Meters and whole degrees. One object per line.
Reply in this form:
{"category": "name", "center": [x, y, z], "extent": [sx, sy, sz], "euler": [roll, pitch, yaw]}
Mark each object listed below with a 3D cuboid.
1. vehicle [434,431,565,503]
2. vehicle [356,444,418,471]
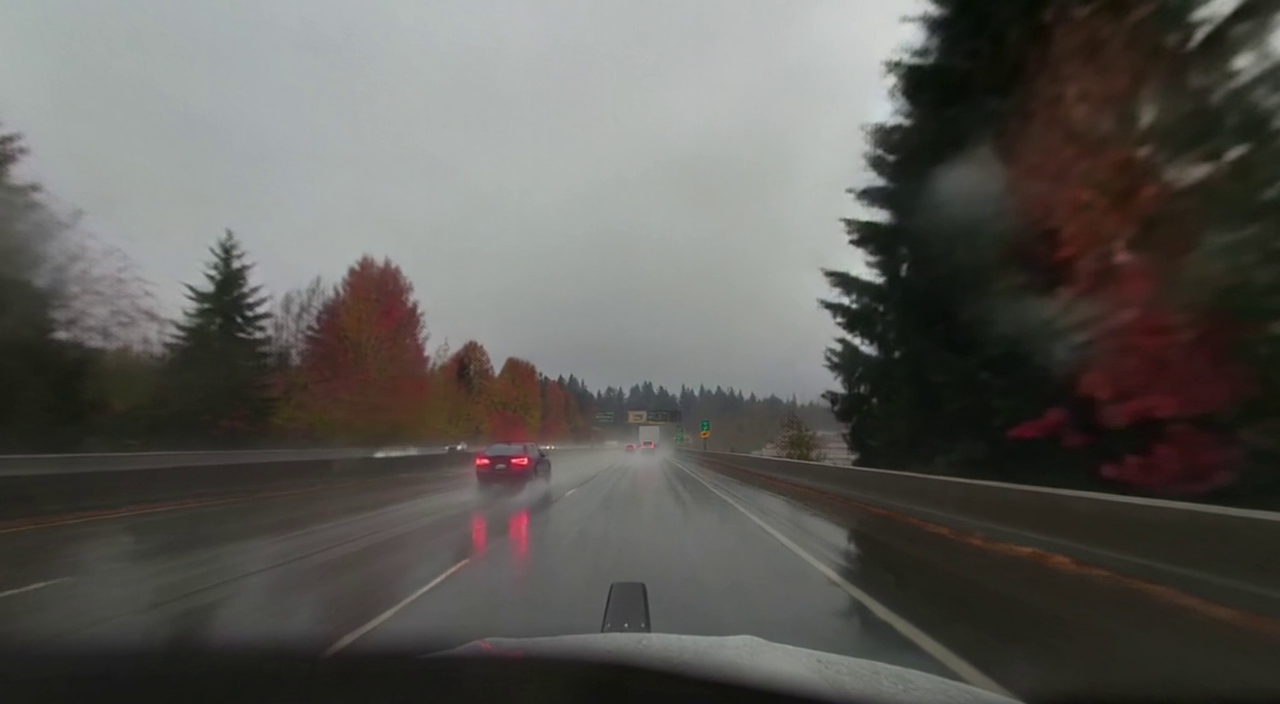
{"category": "vehicle", "center": [-3.391, 2.876, 16.286], "extent": [2.061, 1.572, 4.814], "euler": [0, -8, 3]}
{"category": "vehicle", "center": [-15.626, 6.525, 39.096], "extent": [1.917, 1.537, 4.491], "euler": [0, -8, 0]}
